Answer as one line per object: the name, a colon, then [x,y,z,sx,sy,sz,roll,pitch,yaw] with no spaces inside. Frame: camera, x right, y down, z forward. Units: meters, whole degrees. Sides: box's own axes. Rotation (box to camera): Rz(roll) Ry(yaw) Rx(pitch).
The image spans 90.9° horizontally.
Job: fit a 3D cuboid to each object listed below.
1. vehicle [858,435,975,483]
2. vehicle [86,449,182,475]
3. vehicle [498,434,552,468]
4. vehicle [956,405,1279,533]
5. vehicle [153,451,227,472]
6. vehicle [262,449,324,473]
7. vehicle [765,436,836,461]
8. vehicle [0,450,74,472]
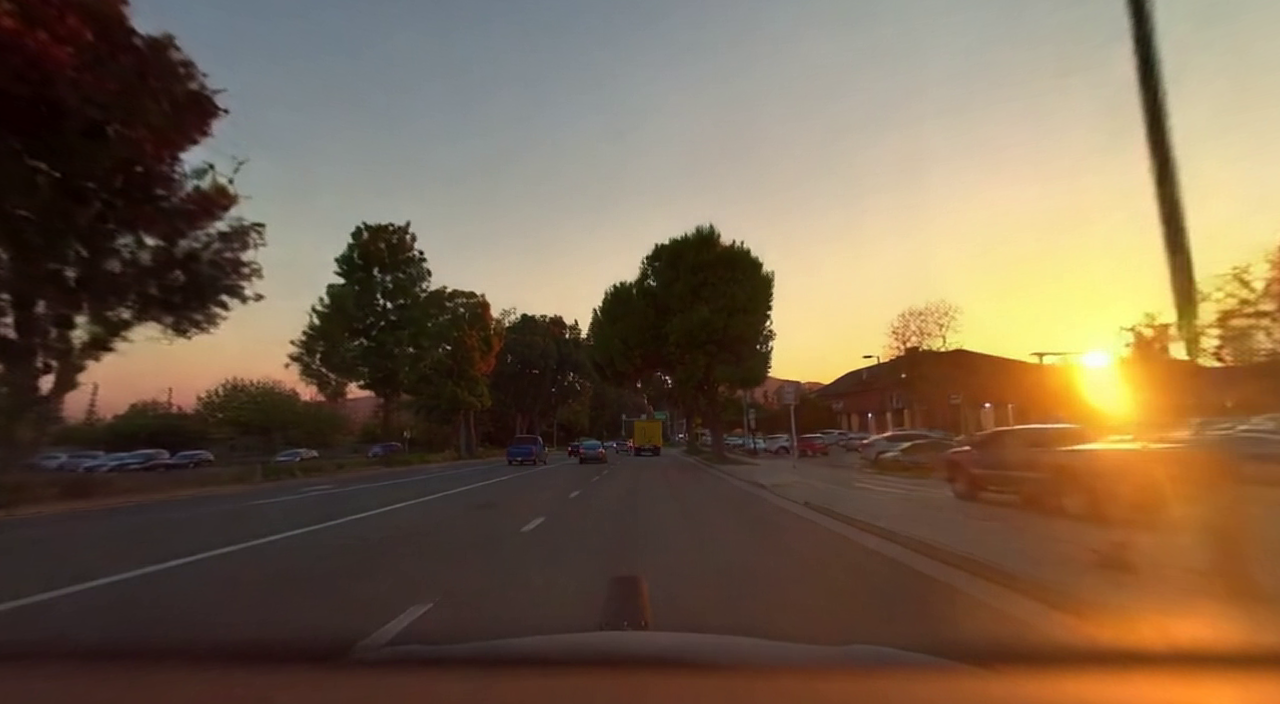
vehicle: [9.561,3.734,22.329,2.097,1.497,4.685,0,-9,1]
vehicle: [-33.486,7.297,41.801,4.462,1.613,2.046,0,-9,-2]
vehicle: [-6.782,5.942,37.911,2.149,1.893,5.187,0,-8,1]
vehicle: [8.093,1.974,11.182,2.057,1.750,4.679,1,-9,-8]
vehicle: [-33.474,8.134,46.960,4.071,1.495,1.741,0,-8,-1]
vehicle: [-25.896,8.112,47.203,1.918,1.687,4.653,0,-9,1]
vehicle: [11.554,6.991,45.662,4.655,1.688,1.876,0,-9,1]
vehicle: [-45.958,8.212,47.628,4.399,1.597,1.847,0,-9,0]
